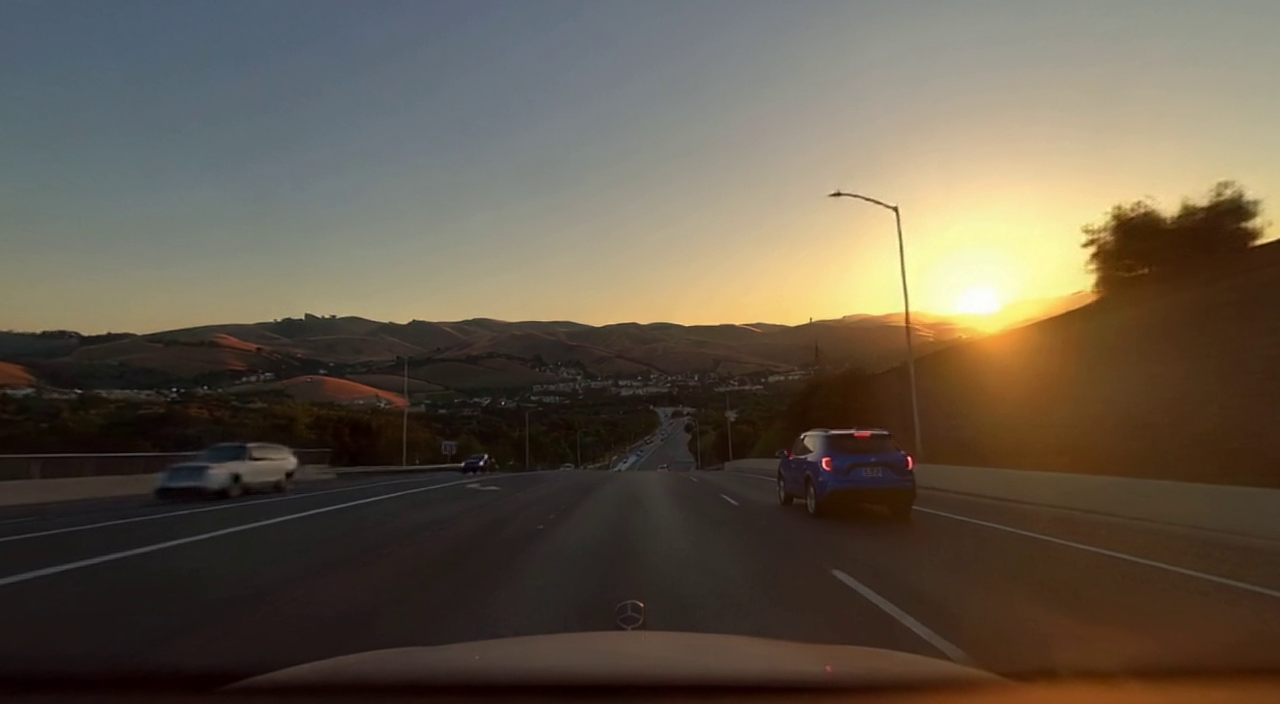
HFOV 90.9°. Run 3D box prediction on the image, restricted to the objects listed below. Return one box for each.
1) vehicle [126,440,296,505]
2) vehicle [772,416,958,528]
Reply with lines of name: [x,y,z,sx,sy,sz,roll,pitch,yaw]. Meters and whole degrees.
vehicle: [-13.880,3.893,20.907,2.148,1.850,4.835,0,-8,1]
vehicle: [3.971,2.203,12.064,1.989,1.730,4.324,0,-8,1]
